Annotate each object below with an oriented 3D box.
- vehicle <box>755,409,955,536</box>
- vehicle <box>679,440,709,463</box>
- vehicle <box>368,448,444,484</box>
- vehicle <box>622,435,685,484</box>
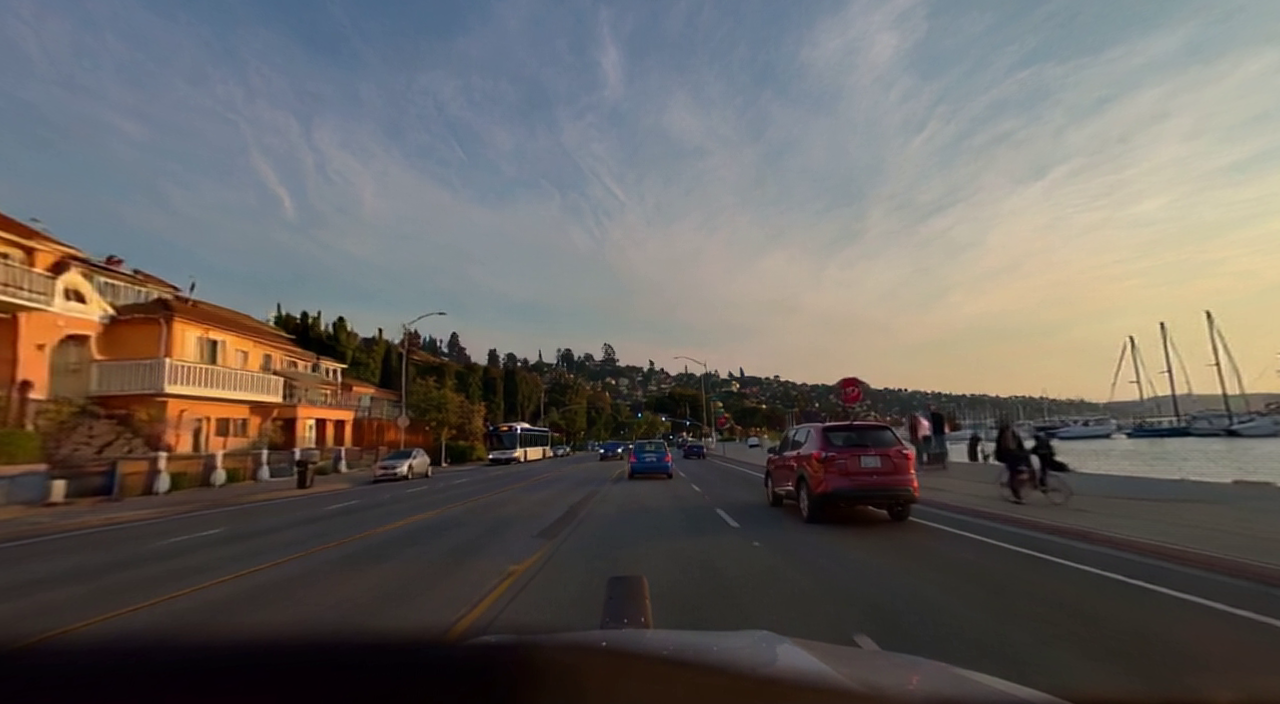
[{"bbox_3d":[3.499,2.065,11.336,2.000,1.809,4.405,0,-9,0],"label":"vehicle"},{"bbox_3d":[4.025,7.461,47.374,1.876,1.626,3.851,0,-9,-1],"label":"vehicle"},{"bbox_3d":[-10.301,5.023,28.041,1.731,1.489,3.841,-1,-9,3],"label":"vehicle"},{"bbox_3d":[0.443,3.937,23.236,2.132,1.632,3.838,0,-9,0],"label":"vehicle"}]
